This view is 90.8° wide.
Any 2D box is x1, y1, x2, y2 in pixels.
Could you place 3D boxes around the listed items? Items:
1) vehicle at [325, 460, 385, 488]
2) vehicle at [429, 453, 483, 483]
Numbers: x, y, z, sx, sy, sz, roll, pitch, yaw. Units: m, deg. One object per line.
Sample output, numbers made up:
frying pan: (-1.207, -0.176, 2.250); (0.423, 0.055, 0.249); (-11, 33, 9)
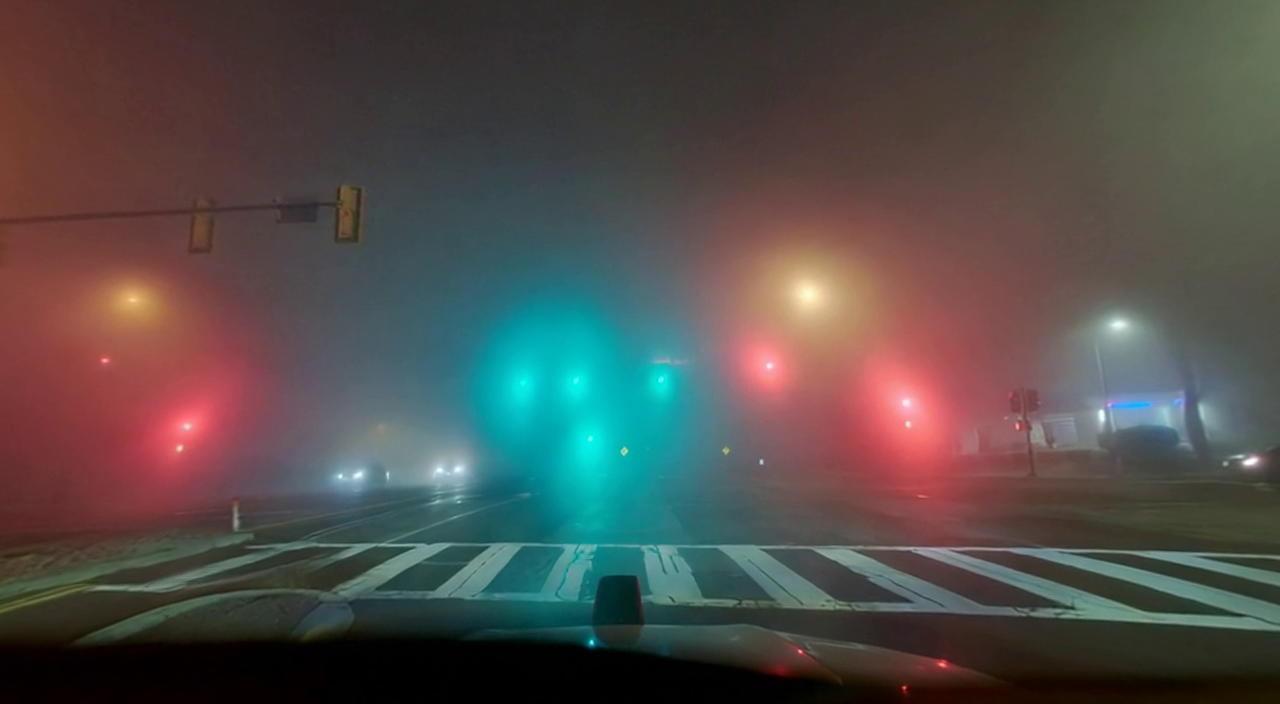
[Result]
vehicle: (-18.890, 8.110, 42.119); (1.933, 1.664, 4.255); (0, -9, 0)
vehicle: (-12.255, 7.705, 42.314); (2.151, 1.847, 4.634); (0, -9, 1)
